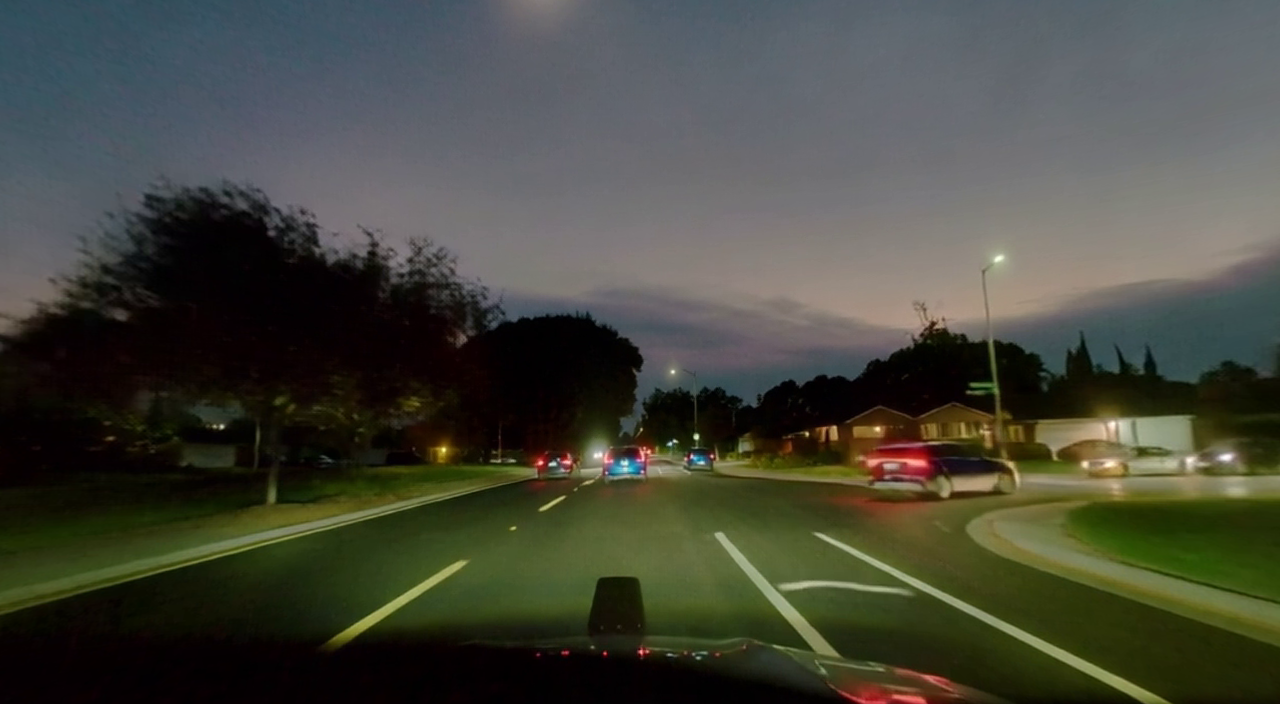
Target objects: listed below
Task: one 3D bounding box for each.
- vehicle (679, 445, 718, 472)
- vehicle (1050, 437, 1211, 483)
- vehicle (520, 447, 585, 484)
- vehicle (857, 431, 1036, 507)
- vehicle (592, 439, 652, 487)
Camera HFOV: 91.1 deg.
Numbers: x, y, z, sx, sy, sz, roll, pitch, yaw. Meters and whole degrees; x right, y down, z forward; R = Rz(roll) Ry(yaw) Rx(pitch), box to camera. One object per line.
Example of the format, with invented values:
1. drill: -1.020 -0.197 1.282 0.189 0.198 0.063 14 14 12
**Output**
1. vehicle: 4.090 7.532 44.643 2.332 1.769 4.518 0 -8 1
2. vehicle: 18.973 4.190 24.460 4.532 1.674 2.051 0 -9 -1
3. vehicle: -3.640 4.818 27.018 2.032 1.433 4.458 0 -8 1
4. vehicle: 8.086 2.972 16.404 4.820 1.677 2.192 7 -11 -38
5. vehicle: -0.634 4.422 25.345 2.220 1.742 4.047 0 -8 1
